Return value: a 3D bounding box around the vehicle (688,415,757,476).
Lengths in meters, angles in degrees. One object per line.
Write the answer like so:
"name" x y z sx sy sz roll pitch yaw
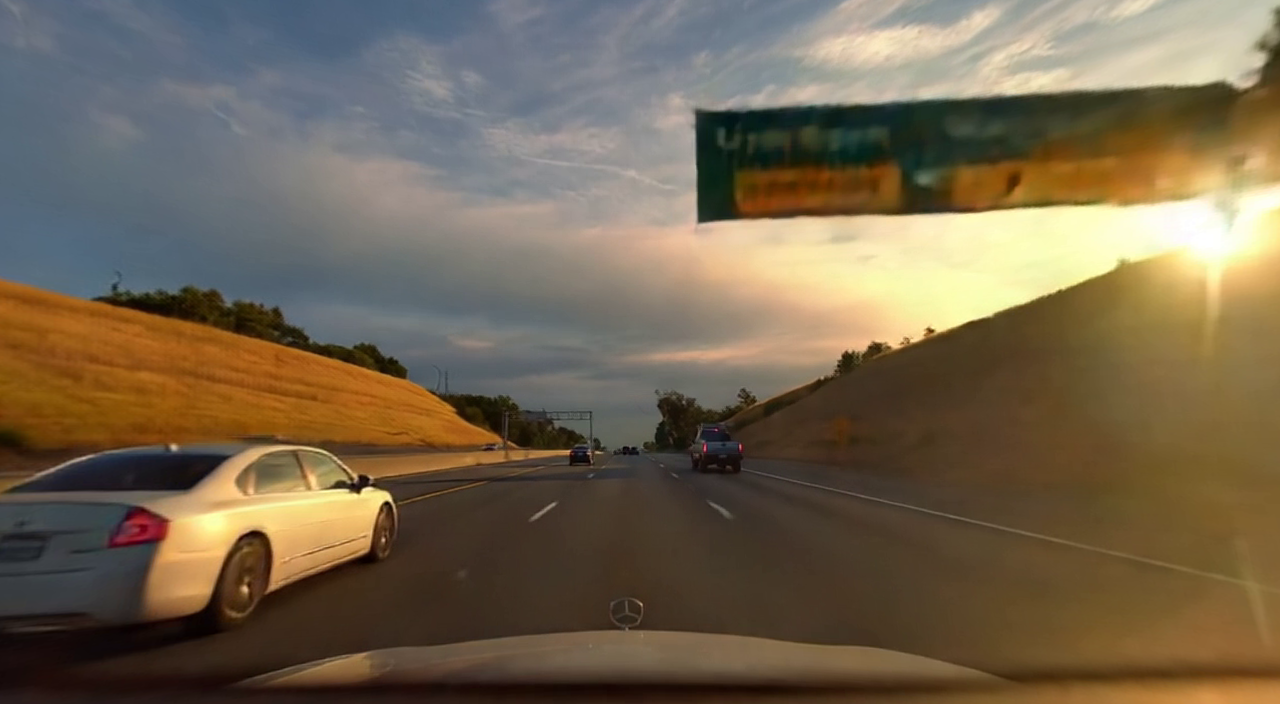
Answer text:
"vehicle" 3.796 4.479 30.104 2.361 2.636 5.684 0 -9 -1

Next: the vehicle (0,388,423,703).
"vehicle" -3.341 1.227 4.415 1.939 1.513 4.773 0 -9 0

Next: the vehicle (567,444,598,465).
"vehicle" -4.390 7.933 48.754 2.054 1.529 4.368 0 -9 -1
